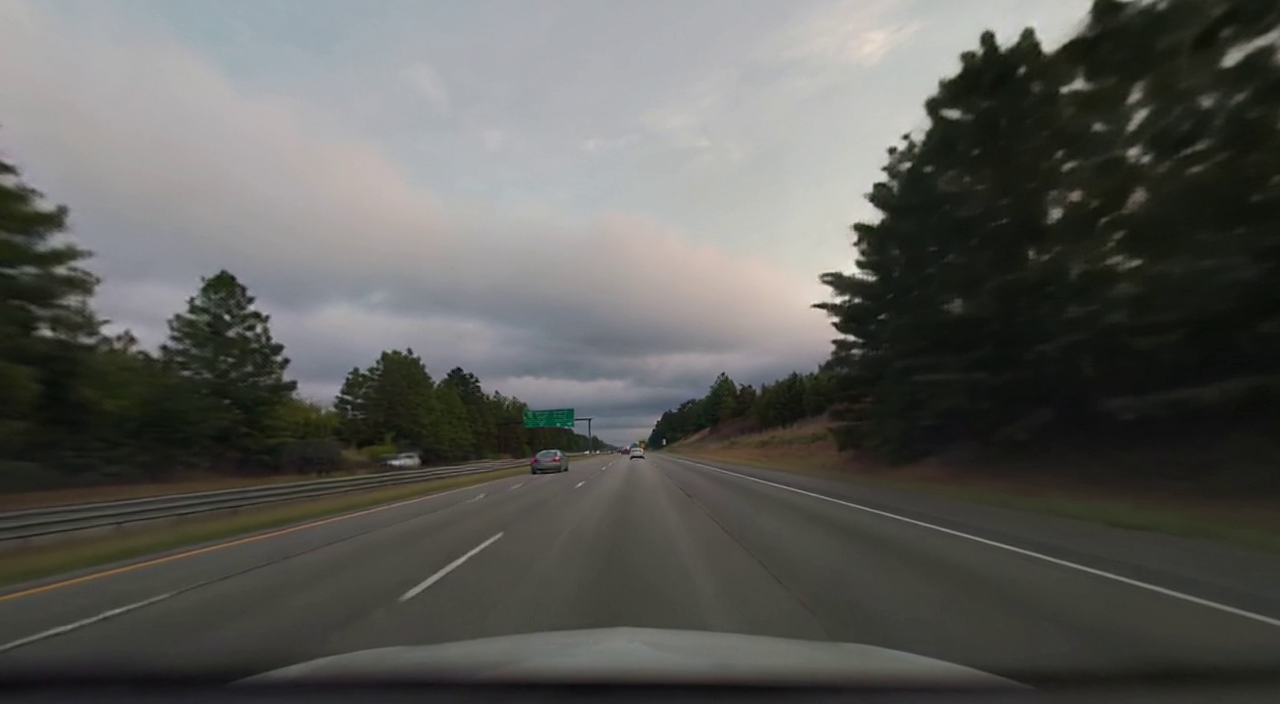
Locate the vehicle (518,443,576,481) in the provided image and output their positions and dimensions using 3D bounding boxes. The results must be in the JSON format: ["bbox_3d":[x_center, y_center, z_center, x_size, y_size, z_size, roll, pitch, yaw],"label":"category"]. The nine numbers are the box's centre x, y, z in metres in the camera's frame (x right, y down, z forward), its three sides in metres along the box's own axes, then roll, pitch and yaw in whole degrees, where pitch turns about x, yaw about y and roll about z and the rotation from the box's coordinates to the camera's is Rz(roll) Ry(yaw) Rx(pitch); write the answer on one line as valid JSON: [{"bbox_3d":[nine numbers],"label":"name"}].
[{"bbox_3d":[-4.174,5.015,28.825,1.958,1.587,4.801,0,-9,0],"label":"vehicle"}]
